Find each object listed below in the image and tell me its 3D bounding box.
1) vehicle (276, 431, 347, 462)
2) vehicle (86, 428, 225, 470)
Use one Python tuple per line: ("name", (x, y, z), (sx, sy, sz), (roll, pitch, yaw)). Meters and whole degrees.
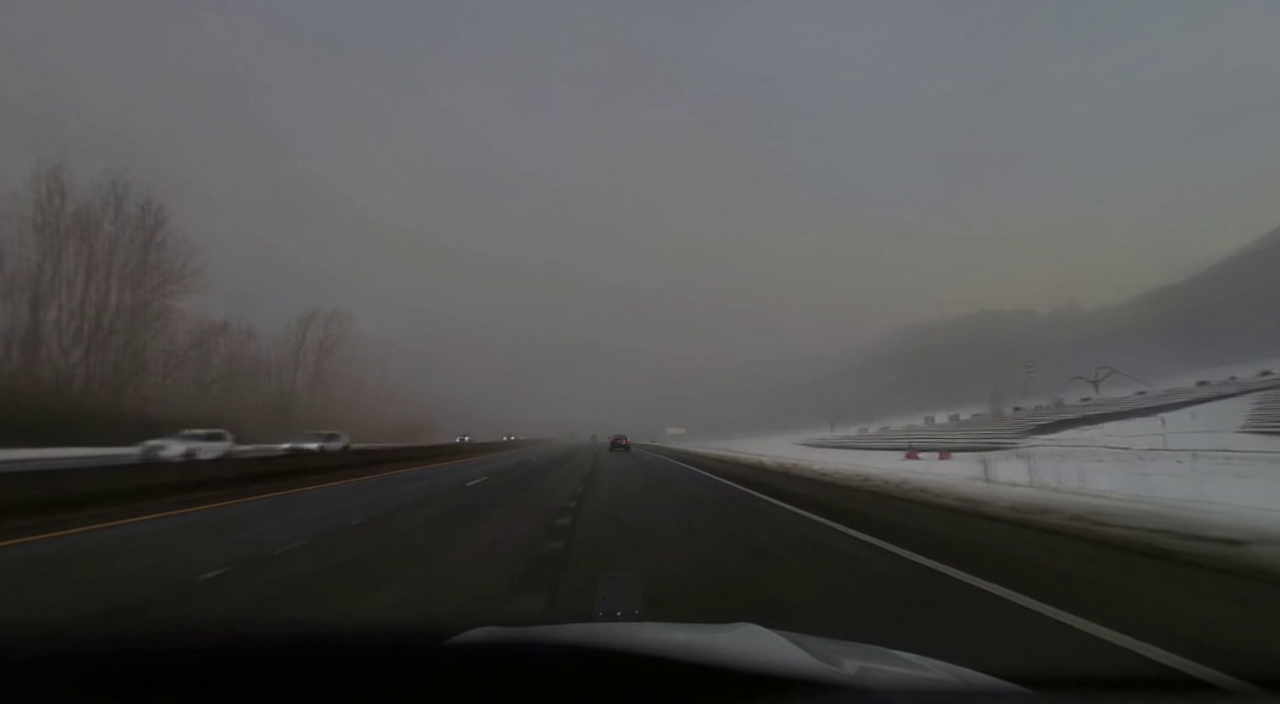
("vehicle", (-16.406, 4.737, 31.571), (1.689, 1.459, 3.650), (0, -8, -2))
("vehicle", (-19.463, 3.922, 25.613), (1.957, 1.528, 4.828), (0, -8, -2))
